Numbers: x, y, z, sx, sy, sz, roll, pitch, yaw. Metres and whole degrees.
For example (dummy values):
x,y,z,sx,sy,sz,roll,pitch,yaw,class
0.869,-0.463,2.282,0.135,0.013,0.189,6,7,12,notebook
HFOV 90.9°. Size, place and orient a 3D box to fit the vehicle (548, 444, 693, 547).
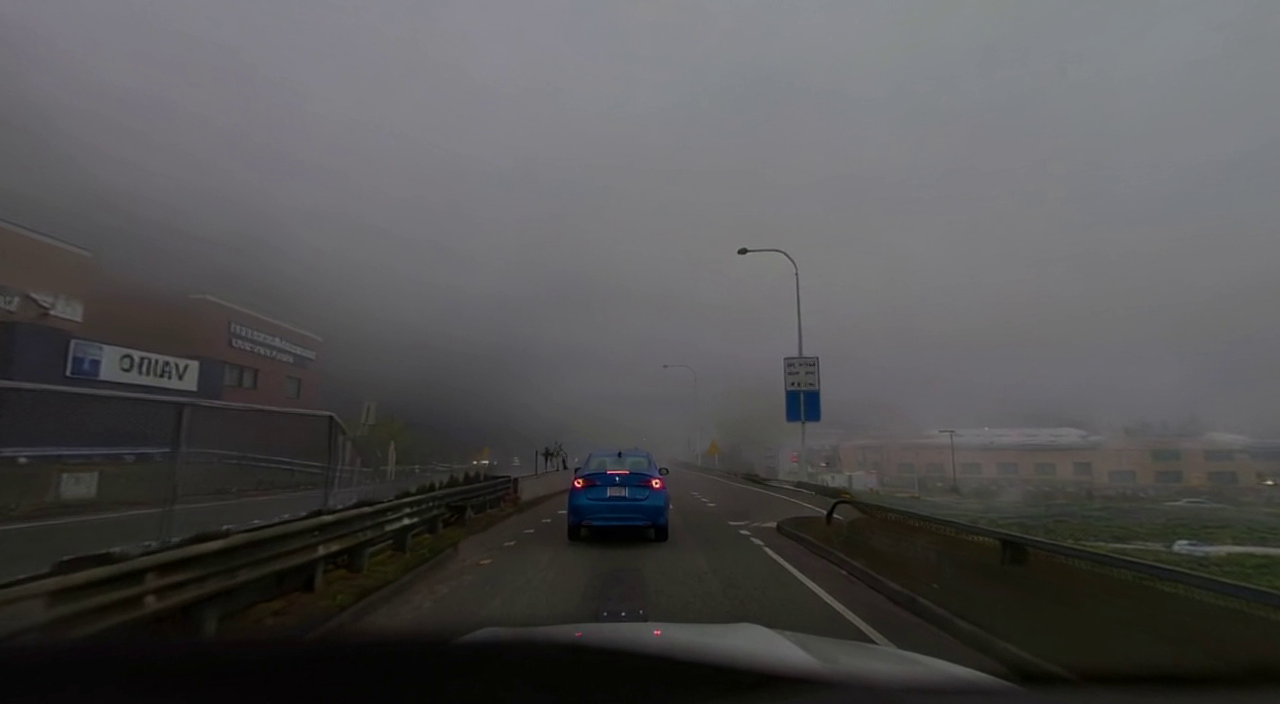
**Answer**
x,y,z,sx,sy,sz,roll,pitch,yaw,class
-0.289,2.350,10.986,2.063,1.442,3.933,0,-9,0,vehicle
